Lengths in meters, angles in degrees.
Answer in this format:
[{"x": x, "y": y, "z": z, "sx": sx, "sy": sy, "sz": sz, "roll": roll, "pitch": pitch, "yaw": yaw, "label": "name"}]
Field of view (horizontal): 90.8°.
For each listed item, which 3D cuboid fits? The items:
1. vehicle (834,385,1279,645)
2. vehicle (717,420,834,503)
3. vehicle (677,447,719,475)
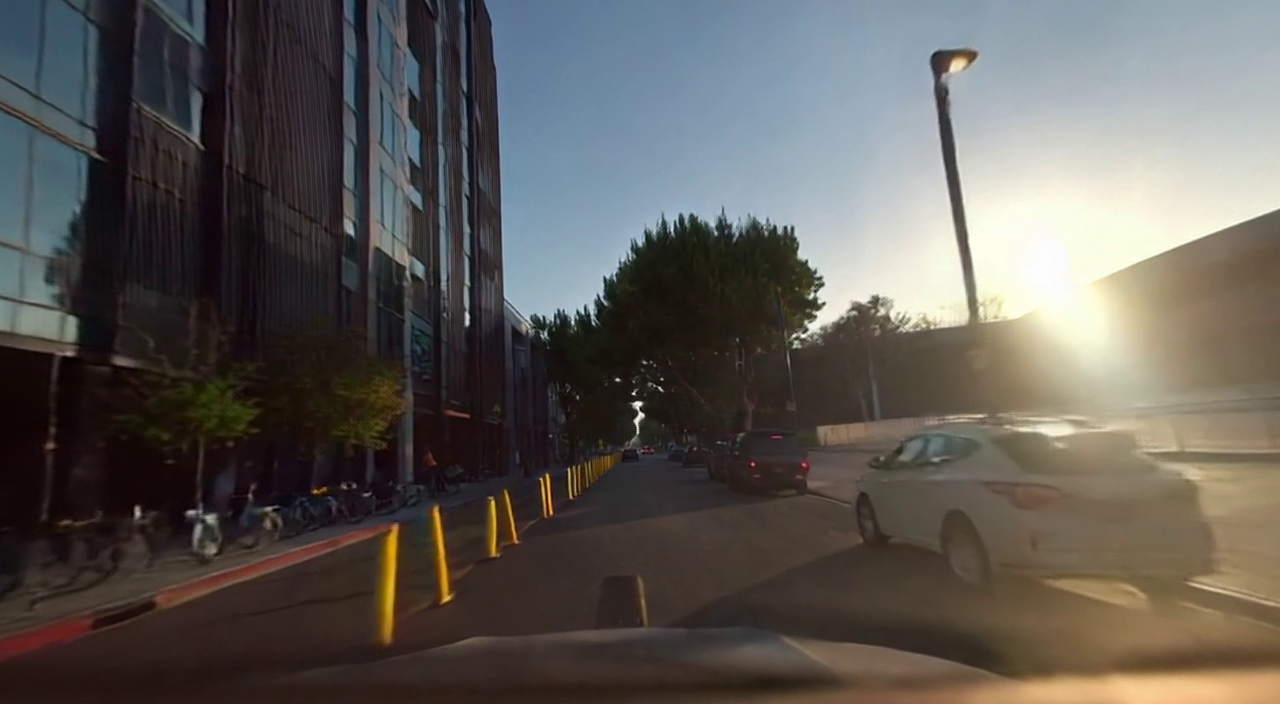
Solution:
[{"x": 3.789, "y": 1.469, "z": 6.625, "sx": 1.999, "sy": 1.769, "sz": 4.191, "roll": -1, "pitch": -9, "yaw": -2, "label": "vehicle"}, {"x": 3.451, "y": 2.944, "z": 17.196, "sx": 2.127, "sy": 1.864, "sz": 4.892, "roll": -1, "pitch": -9, "yaw": 0, "label": "vehicle"}, {"x": 3.281, "y": 6.269, "z": 36.555, "sx": 1.963, "sy": 1.445, "sz": 4.948, "roll": -1, "pitch": -9, "yaw": 0, "label": "vehicle"}]
